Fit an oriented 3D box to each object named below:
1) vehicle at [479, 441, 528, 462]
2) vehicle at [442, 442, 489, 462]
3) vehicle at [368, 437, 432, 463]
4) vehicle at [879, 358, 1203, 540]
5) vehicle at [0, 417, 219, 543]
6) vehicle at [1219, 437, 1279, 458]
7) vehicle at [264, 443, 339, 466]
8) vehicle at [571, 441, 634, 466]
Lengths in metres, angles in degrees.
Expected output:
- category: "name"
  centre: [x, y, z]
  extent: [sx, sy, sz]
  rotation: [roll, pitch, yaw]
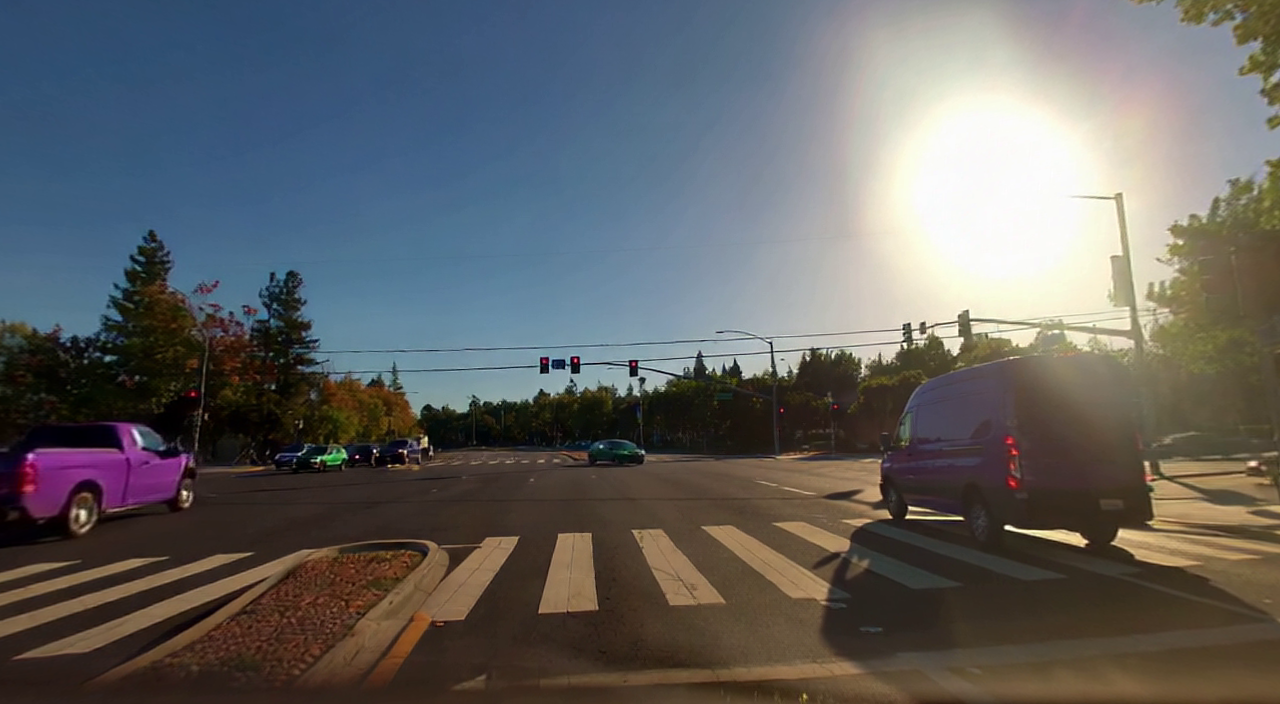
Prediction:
- category: "vehicle"
  centre: [-10.141, 7.466, 47.394]
  extent: [2.097, 1.484, 4.596]
  rotation: [-1, -9, 8]
- category: "vehicle"
  centre: [-13.175, 7.590, 47.859]
  extent: [1.845, 1.426, 4.289]
  rotation: [-1, -9, 8]
- category: "vehicle"
  centre: [-17.373, 7.144, 46.010]
  extent: [2.189, 1.753, 4.785]
  rotation: [-1, -9, 8]
- category: "vehicle"
  centre: [6.565, 1.733, 11.486]
  extent: [2.332, 2.511, 5.326]
  rotation: [0, -9, 0]
- category: "vehicle"
  centre: [-9.127, 2.037, 10.610]
  extent: [2.115, 1.653, 4.553]
  rotation: [2, -9, -17]
- category: "vehicle"
  centre: [43.795, 6.887, 45.433]
  extent: [4.010, 1.452, 1.800]
  rotation: [4, -10, -28]
- category: "vehicle"
  centre: [-21.830, 6.643, 41.000]
  extent: [1.859, 1.415, 4.591]
  rotation: [-1, -9, 8]
- category: "vehicle"
  centre: [-2.265, 6.062, 37.850]
  extent: [1.907, 1.409, 3.909]
  rotation: [6, -11, -37]
